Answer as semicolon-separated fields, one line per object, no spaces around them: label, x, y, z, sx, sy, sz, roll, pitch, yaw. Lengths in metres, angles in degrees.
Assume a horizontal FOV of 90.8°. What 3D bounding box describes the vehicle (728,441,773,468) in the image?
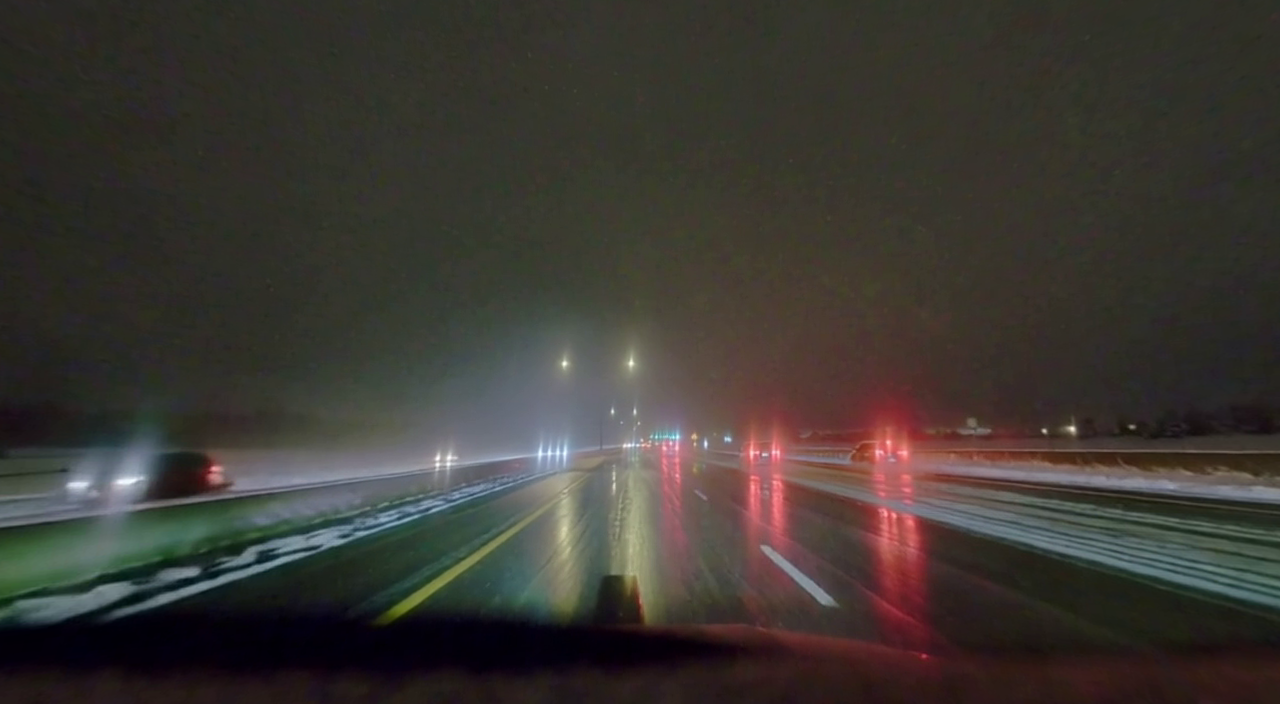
vehicle;6.814;6.378;39.464;2.038;1.528;3.910;0;-9;-1

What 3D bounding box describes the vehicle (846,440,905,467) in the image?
vehicle;14.755;6.355;39.817;2.025;1.595;4.268;0;-9;-1

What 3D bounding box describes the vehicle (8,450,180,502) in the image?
vehicle;-14.363;3.242;16.872;1.639;1.164;3.285;0;-8;0
